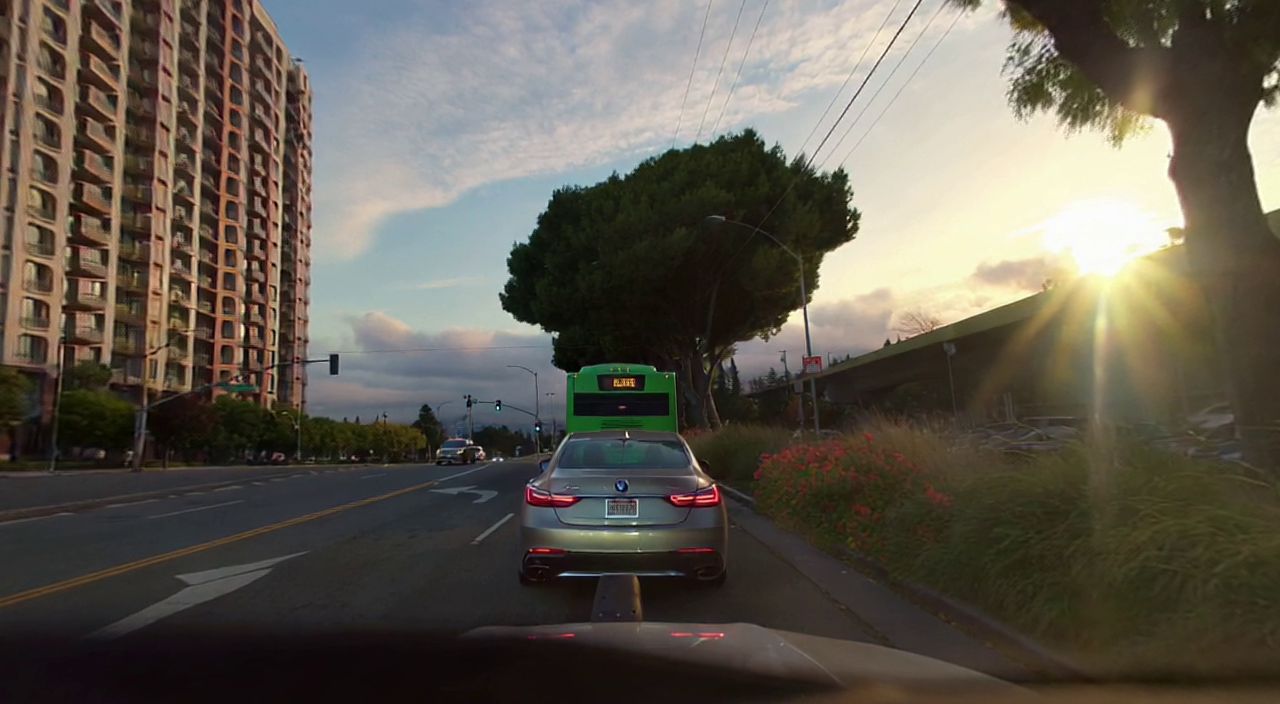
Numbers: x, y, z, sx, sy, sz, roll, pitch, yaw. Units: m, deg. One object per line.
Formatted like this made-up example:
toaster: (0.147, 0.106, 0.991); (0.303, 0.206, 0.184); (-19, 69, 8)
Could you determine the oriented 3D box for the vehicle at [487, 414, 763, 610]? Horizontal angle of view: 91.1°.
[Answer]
vehicle: (-0.154, 1.463, 6.742); (2.064, 1.452, 3.942); (0, -8, -1)
